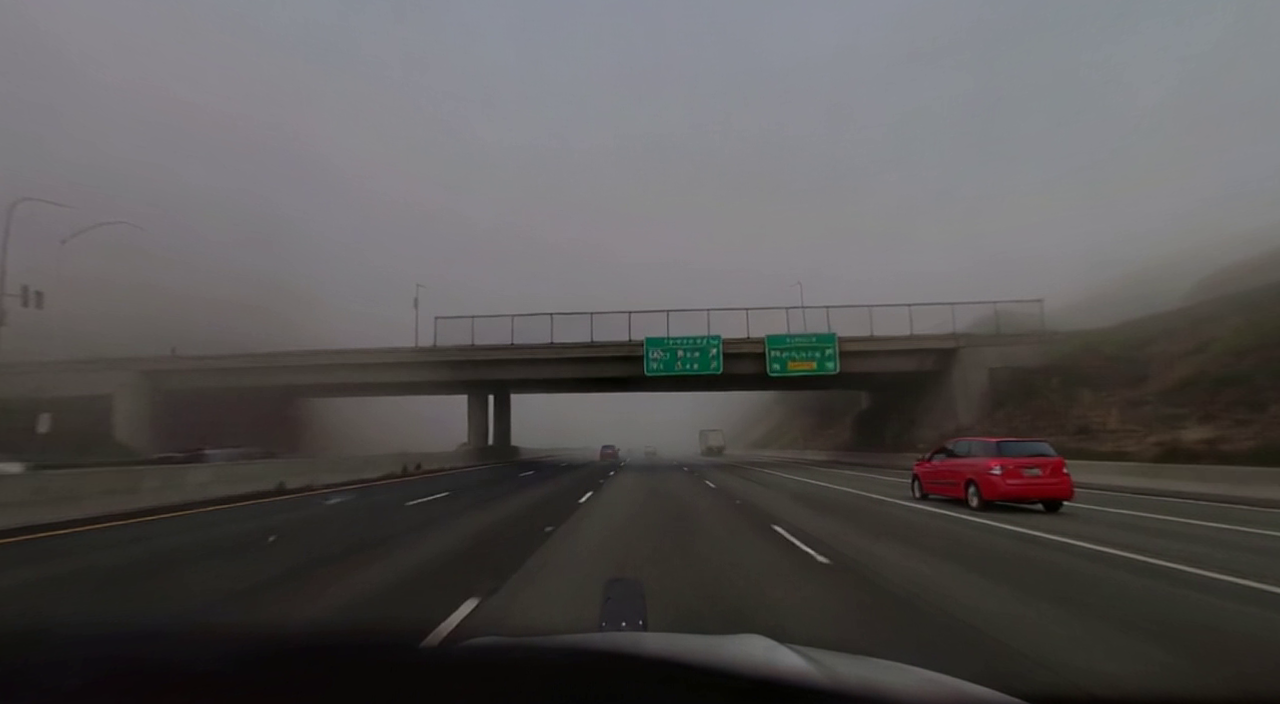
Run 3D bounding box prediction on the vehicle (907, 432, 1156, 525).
[{"bbox_3d":[7.208,2.353,12.353,1.914,1.465,4.574,0,-8,0],"label":"vehicle"}]
